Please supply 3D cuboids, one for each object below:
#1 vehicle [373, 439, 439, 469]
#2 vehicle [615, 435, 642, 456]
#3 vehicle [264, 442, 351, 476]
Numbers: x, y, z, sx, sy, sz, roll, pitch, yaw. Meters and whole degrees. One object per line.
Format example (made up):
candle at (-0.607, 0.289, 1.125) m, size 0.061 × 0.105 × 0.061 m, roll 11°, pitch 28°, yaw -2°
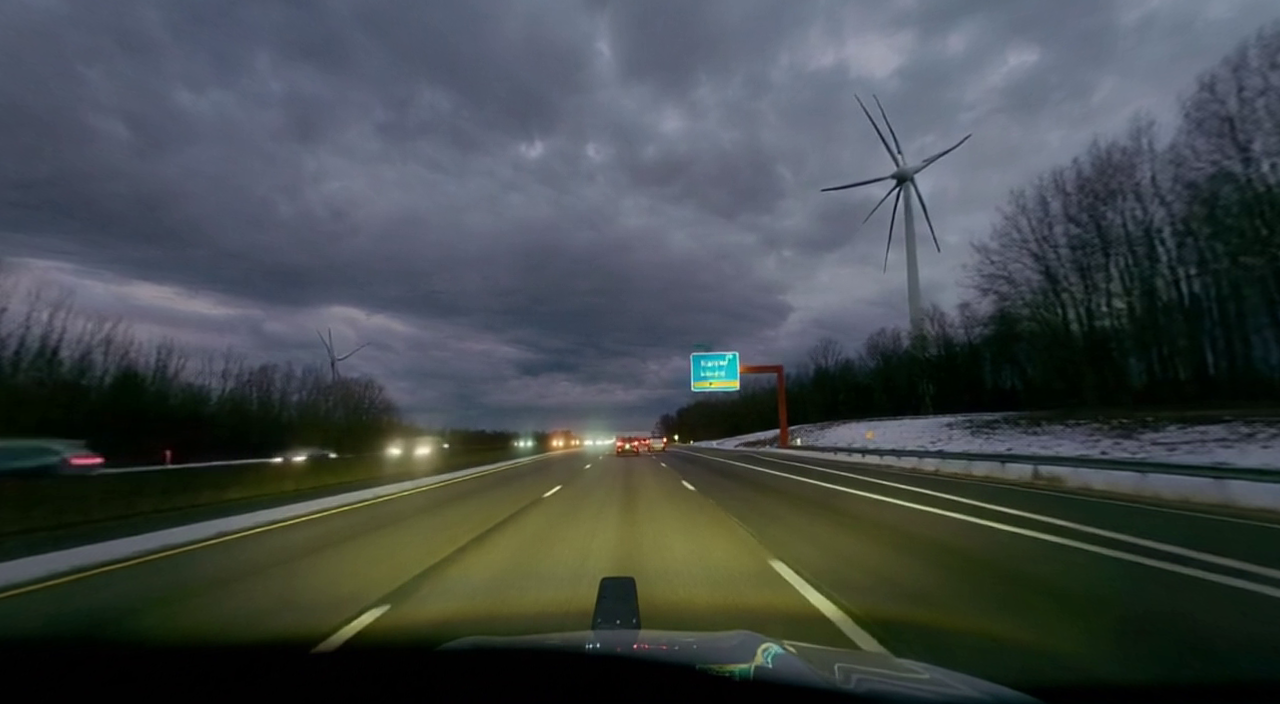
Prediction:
vehicle at (-12.658, 5.503, 34.310) m, size 1.923 × 1.501 × 4.517 m, roll 0°, pitch -8°, yaw 0°
vehicle at (-0.889, 6.939, 46.758) m, size 1.892 × 1.496 × 3.575 m, roll 0°, pitch -8°, yaw -2°
vehicle at (-16.625, 5.344, 31.739) m, size 1.890 × 1.523 × 4.755 m, roll 0°, pitch -8°, yaw -1°
